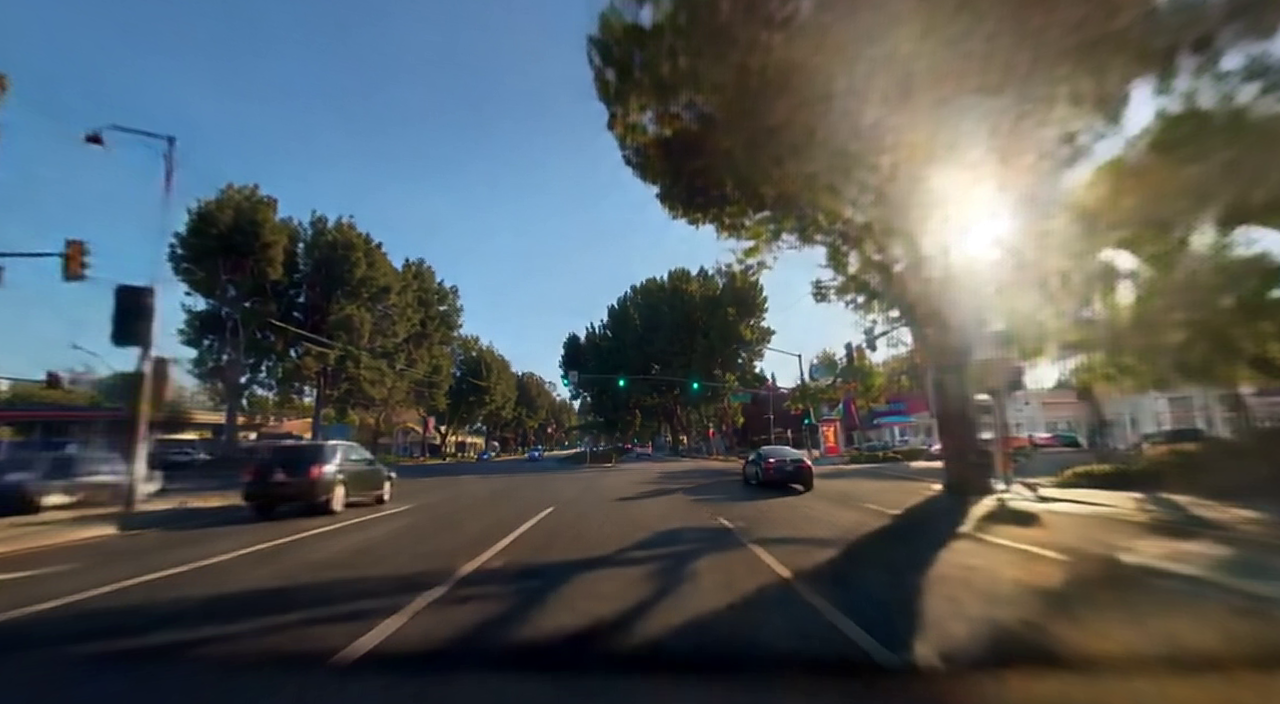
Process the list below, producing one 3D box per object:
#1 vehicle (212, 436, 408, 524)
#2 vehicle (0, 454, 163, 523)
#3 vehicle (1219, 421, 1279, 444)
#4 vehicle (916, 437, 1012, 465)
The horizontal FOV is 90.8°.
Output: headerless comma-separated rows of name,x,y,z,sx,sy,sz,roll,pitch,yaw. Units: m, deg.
vehicle,-6.648,2.593,13.396,1.898,1.539,4.314,0,-8,-1
vehicle,-14.976,3.407,16.334,1.843,1.447,4.419,0,-8,0
vehicle,42.337,5.509,42.872,1.763,1.453,4.534,0,-8,0
vehicle,18.220,5.612,35.754,4.533,1.485,1.916,-3,-9,19
